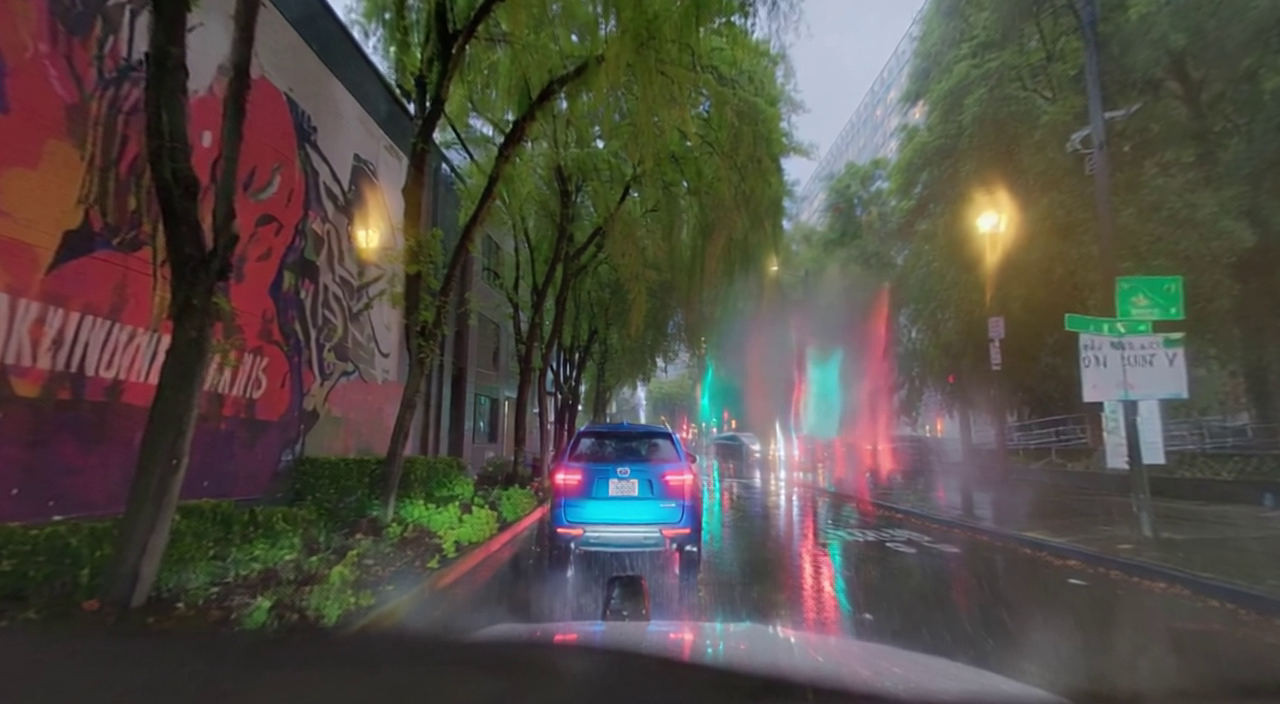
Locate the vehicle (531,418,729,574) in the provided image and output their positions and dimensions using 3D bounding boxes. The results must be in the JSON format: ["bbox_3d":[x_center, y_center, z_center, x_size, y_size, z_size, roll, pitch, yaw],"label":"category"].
[{"bbox_3d":[-0.121,1.806,8.658,2.079,1.621,3.861,0,-8,0],"label":"vehicle"}]

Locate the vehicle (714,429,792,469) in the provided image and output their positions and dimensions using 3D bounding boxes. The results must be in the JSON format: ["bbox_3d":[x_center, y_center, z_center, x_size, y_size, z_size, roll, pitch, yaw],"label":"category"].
[{"bbox_3d":[6.531,5.509,35.784,2.448,2.063,5.513,-5,-10,31],"label":"vehicle"}]
